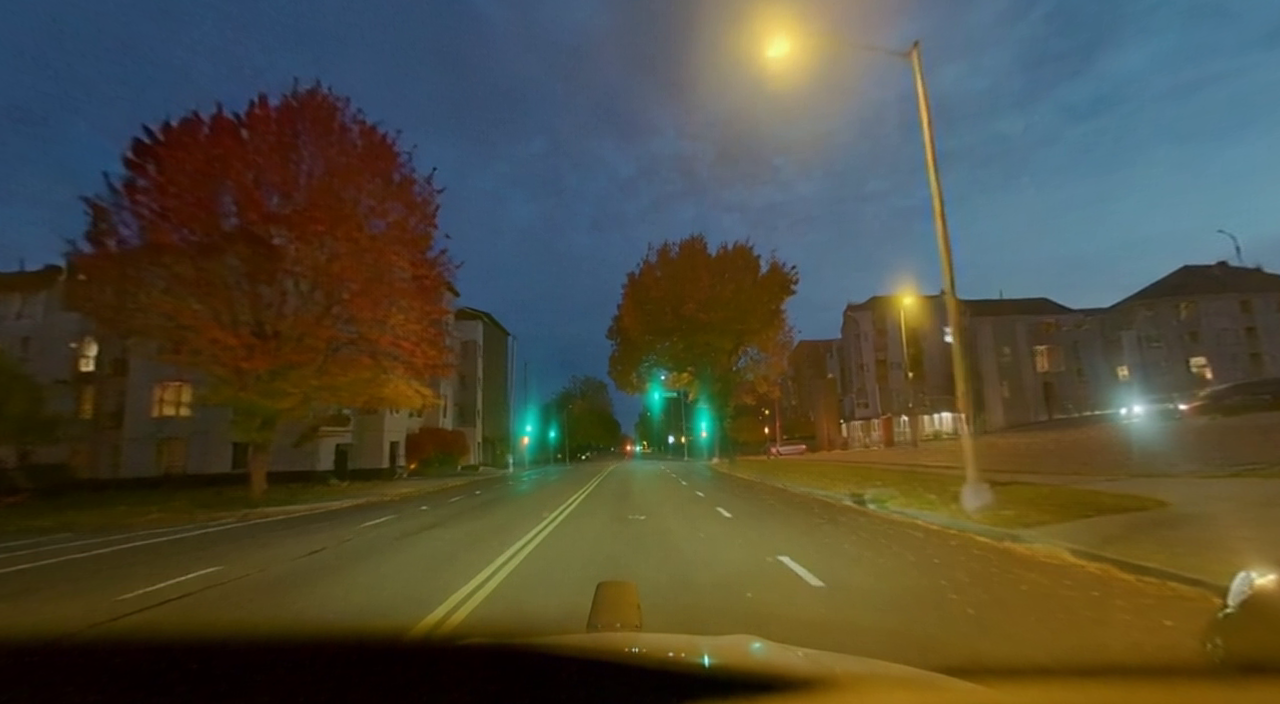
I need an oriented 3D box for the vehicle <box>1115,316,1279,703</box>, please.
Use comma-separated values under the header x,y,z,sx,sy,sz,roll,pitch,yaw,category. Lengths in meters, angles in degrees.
x,y,z,sx,sy,sz,roll,pitch,yaw,category
3.231,0.508,0.268,2.224,1.791,4.834,0,-9,-1,vehicle
